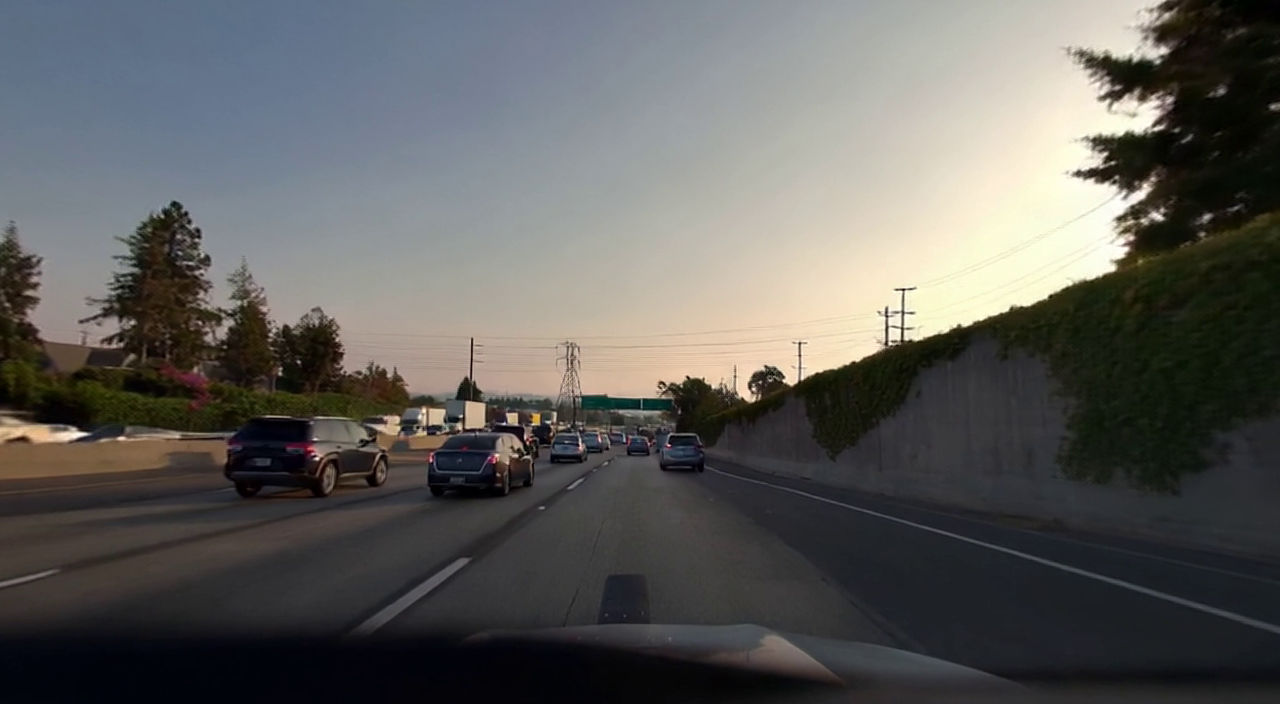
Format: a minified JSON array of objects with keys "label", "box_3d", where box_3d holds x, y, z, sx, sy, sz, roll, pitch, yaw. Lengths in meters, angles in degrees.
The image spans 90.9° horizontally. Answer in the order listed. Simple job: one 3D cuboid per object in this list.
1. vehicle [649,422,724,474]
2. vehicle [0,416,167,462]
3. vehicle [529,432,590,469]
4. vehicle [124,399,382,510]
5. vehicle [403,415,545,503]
[{"label":"vehicle","box_3d":[1.932,4.338,28.700,2.793,2.132,5.682,0,-8,-2]},{"label":"vehicle","box_3d":[-20.148,3.209,23.115,1.871,1.485,4.758,0,-8,1]},{"label":"vehicle","box_3d":[-3.497,4.414,28.415,2.049,1.530,4.707,0,-8,1]},{"label":"vehicle","box_3d":[-7.341,2.017,12.752,2.222,1.825,4.640,0,-8,0]},{"label":"vehicle","box_3d":[-3.617,2.437,14.715,2.026,1.719,4.490,0,-8,1]}]
